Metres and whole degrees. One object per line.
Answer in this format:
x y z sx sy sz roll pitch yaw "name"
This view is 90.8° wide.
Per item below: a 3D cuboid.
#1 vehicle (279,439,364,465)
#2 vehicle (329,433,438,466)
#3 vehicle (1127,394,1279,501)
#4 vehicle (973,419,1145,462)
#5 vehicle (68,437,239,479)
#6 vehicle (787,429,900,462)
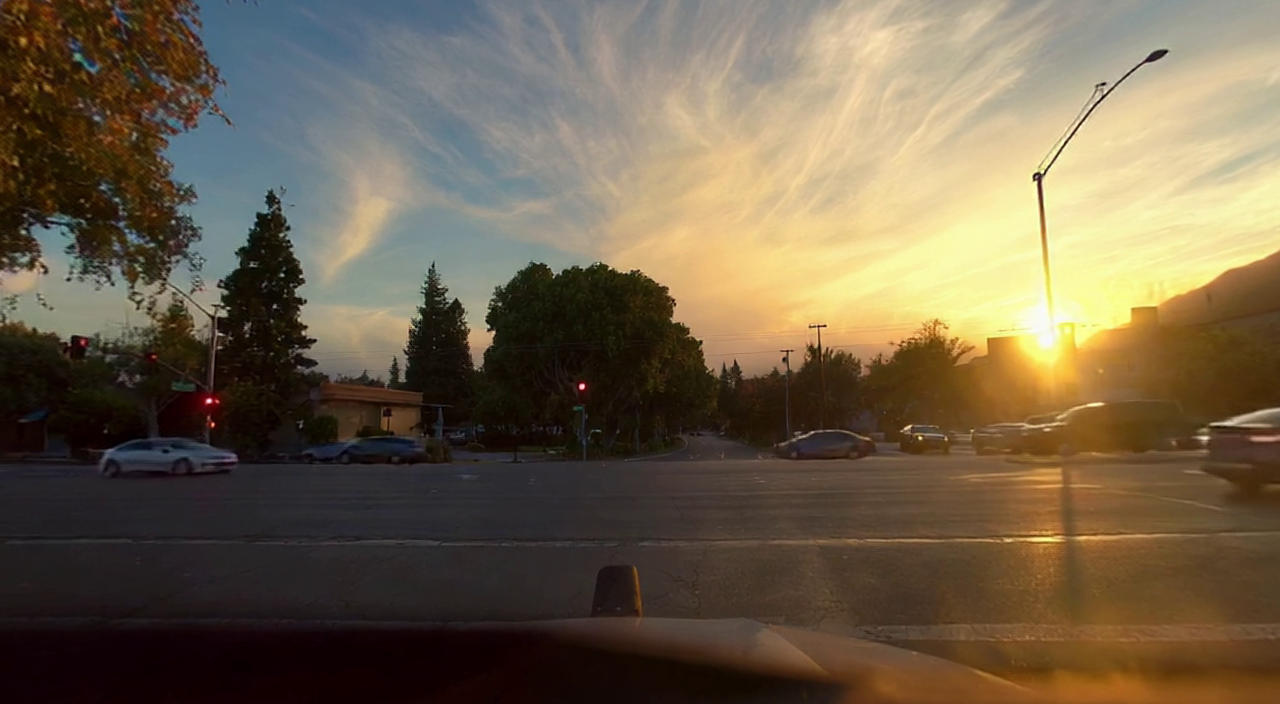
-20.063 6.303 39.843 4.488 1.536 1.849 -2 -8 10 "vehicle"
-12.920 4.942 31.971 4.677 1.593 2.029 -2 -9 10 "vehicle"
11.964 1.647 10.985 4.959 1.715 2.162 -2 -9 11 "vehicle"
15.028 3.221 22.949 4.749 1.461 1.892 -1 -9 9 "vehicle"
-17.617 3.829 22.995 4.836 1.445 2.057 -1 -9 9 "vehicle"
9.476 4.420 29.870 4.860 1.441 1.934 -2 -9 12 "vehicle"
